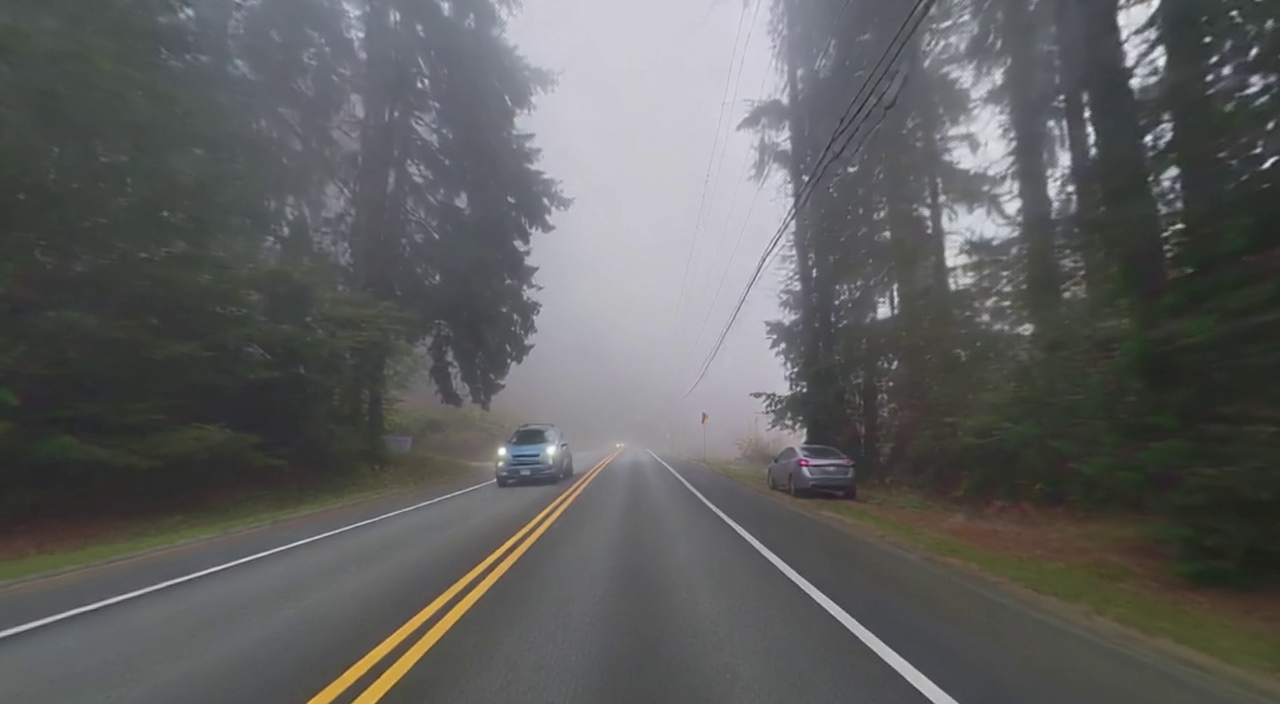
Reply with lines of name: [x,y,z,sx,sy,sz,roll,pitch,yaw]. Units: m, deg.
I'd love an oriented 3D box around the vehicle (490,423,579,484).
vehicle: [-3.220,3.214,20.209,2.023,1.722,4.372,0,-8,1]

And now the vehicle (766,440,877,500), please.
vehicle: [5.021,3.286,18.131,1.905,1.482,4.240,0,-8,0]
